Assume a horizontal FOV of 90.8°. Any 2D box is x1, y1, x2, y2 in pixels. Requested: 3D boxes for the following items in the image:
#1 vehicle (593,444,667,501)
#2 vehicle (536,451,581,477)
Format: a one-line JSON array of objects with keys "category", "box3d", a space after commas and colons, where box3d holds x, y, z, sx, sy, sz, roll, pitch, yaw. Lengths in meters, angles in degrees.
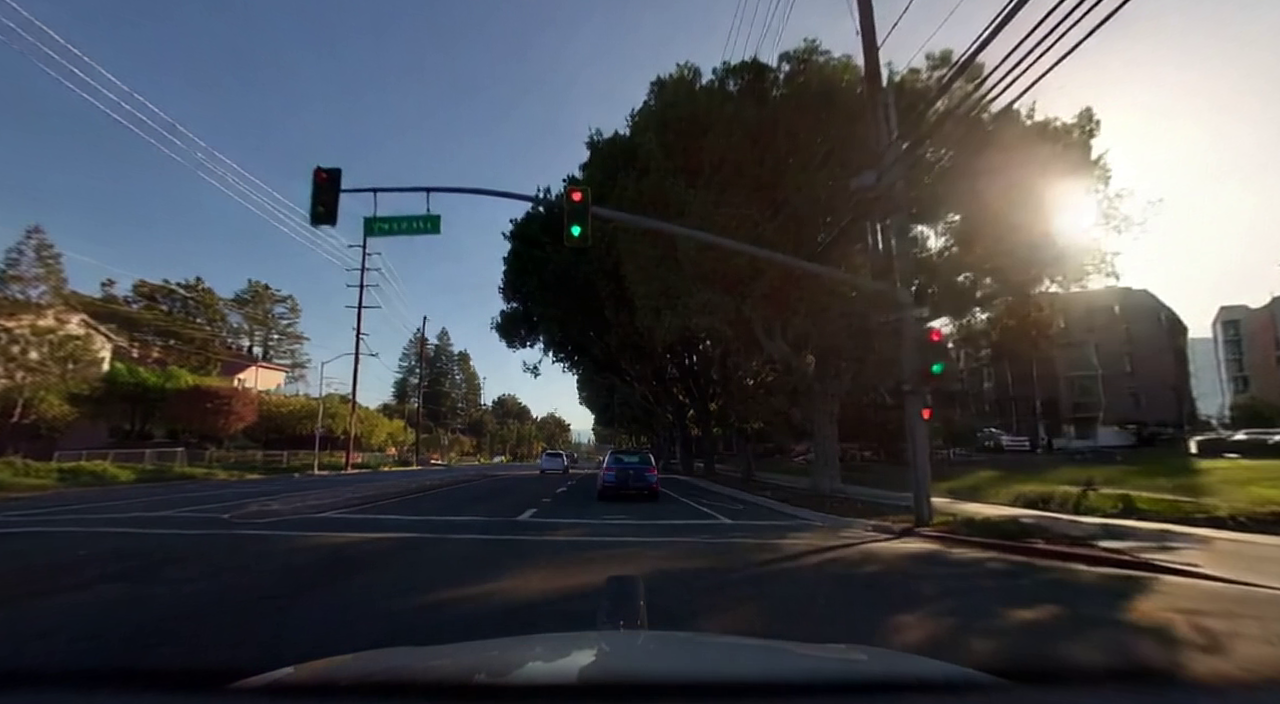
[{"category": "vehicle", "box3d": [-0.350, 3.813, 20.401, 2.156, 1.636, 3.923, 0, -9, -2]}, {"category": "vehicle", "box3d": [-4.919, 6.813, 38.687, 2.153, 1.474, 4.284, 0, -9, 1]}]
